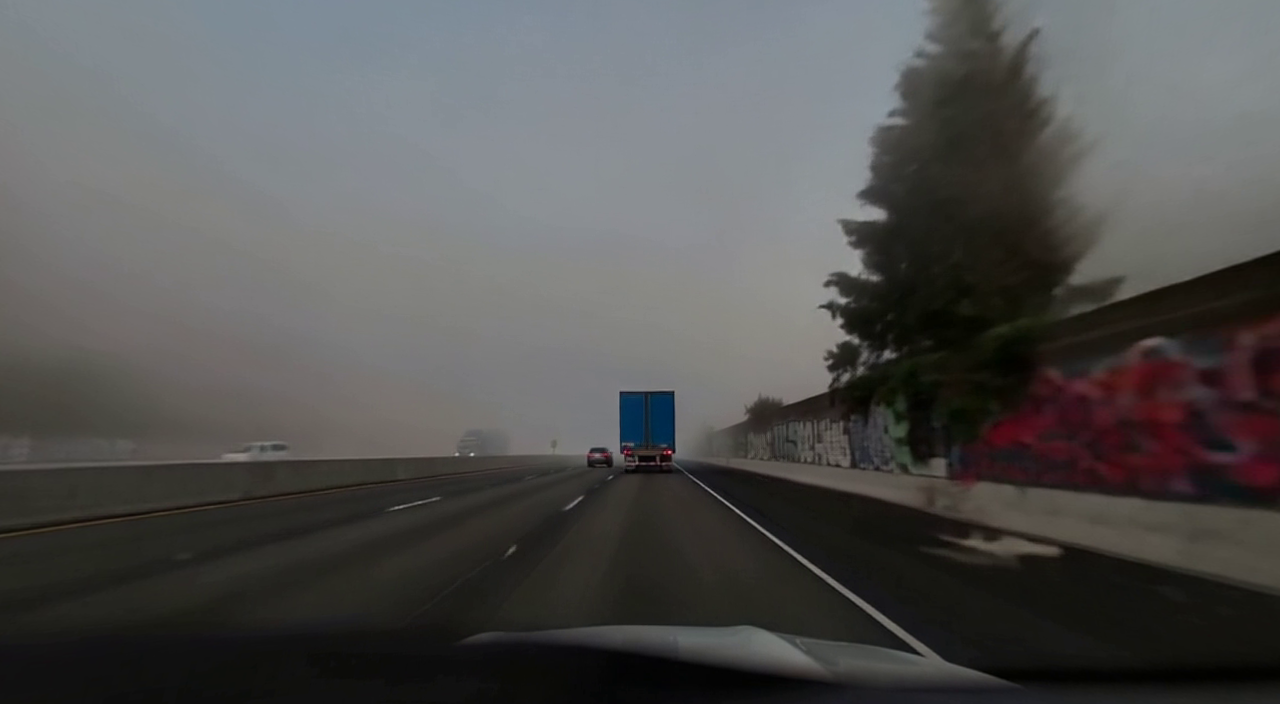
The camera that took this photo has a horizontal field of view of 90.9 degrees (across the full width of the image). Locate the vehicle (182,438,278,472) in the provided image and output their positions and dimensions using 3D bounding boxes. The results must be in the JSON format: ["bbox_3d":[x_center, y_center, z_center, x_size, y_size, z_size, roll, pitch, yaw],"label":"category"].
[{"bbox_3d":[-25.129,6.340,38.918,2.170,1.894,5.408,0,-9,2],"label":"vehicle"}]

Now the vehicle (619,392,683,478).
[{"bbox_3d":[0.519,4.788,35.471,2.997,4.069,10.871,0,-9,0],"label":"vehicle"}]
